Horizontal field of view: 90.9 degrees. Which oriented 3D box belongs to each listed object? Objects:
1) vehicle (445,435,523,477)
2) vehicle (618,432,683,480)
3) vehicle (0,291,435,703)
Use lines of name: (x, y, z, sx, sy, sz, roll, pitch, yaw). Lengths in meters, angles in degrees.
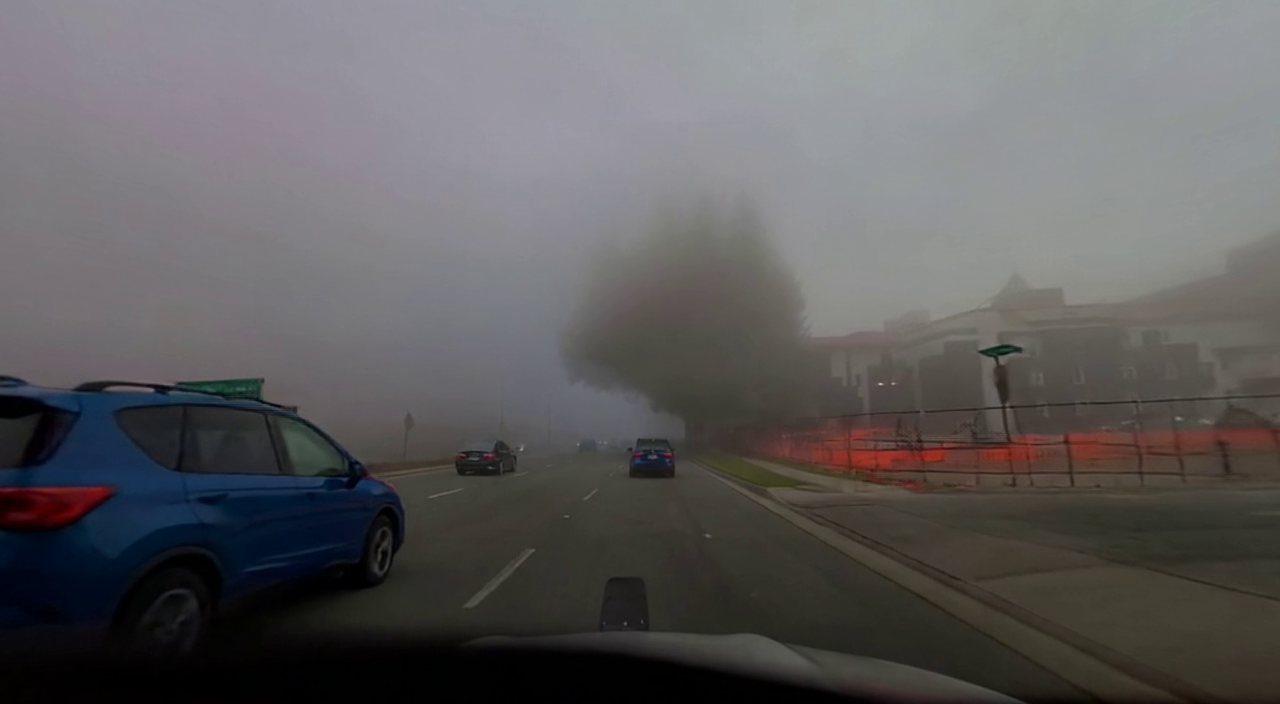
vehicle: (-6.060, 4.095, 25.033, 1.877, 1.479, 4.430, 0, -8, 2)
vehicle: (0.376, 3.918, 23.985, 2.227, 1.654, 4.091, 0, -8, 0)
vehicle: (-3.422, 1.007, 4.459, 2.157, 1.824, 4.986, 0, -8, 1)
